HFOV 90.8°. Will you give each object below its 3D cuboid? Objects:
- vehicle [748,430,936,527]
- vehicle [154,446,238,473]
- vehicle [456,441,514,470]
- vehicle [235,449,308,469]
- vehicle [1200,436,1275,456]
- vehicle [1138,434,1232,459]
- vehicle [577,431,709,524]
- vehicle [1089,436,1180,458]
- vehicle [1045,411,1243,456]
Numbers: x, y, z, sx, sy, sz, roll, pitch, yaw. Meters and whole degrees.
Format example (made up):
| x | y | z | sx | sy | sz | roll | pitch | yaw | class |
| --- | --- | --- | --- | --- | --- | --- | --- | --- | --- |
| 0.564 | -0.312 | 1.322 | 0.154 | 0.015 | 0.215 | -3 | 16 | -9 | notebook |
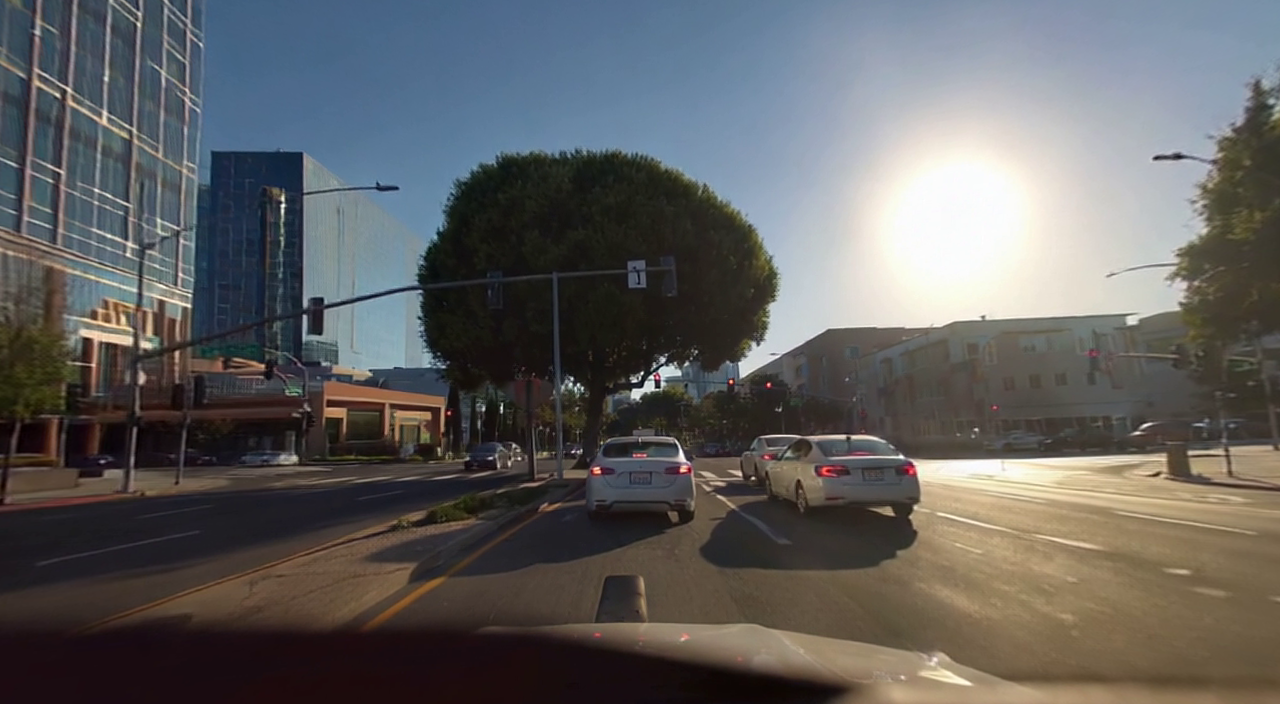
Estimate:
| x | y | z | sx | sy | sz | roll | pitch | yaw | class |
| --- | --- | --- | --- | --- | --- | --- | --- | --- | --- |
| 3.532 | 2.304 | 12.112 | 2.018 | 1.491 | 4.544 | 0 | -9 | -1 | vehicle |
| -26.862 | 6.500 | 38.297 | 3.657 | 1.528 | 1.783 | 1 | -9 | -4 | vehicle |
| -8.581 | 5.765 | 35.298 | 2.004 | 1.476 | 4.671 | 0 | -9 | 1 | vehicle |
| -27.760 | 8.060 | 47.738 | 4.423 | 1.470 | 1.877 | 3 | -9 | -21 | vehicle |
| 42.010 | 6.612 | 44.432 | 3.442 | 1.409 | 1.770 | 0 | -9 | -1 | vehicle |
| 35.003 | 6.062 | 40.666 | 4.190 | 1.535 | 1.998 | 0 | -9 | -1 | vehicle |
| 0.012 | 2.297 | 12.091 | 2.087 | 1.468 | 4.014 | 0 | -9 | -1 | vehicle |
| 34.419 | 6.603 | 44.054 | 4.616 | 1.476 | 2.165 | 0 | -9 | -3 | vehicle |
| 38.196 | 6.240 | 48.134 | 12.695 | 3.252 | 3.036 | 0 | -9 | -3 | vehicle |
